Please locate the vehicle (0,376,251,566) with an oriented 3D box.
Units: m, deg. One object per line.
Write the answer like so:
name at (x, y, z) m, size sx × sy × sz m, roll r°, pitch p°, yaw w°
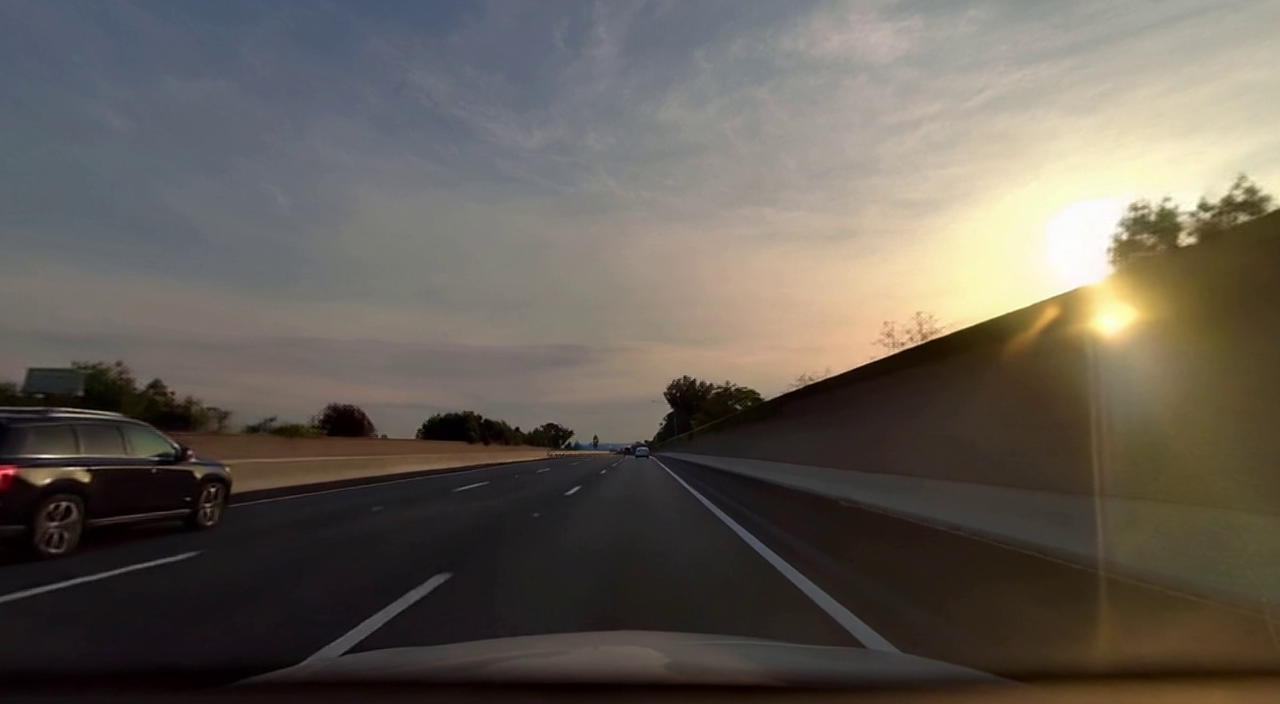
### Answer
vehicle at (-7.697, 1.465, 8.087) m, size 2.163 × 1.947 × 4.959 m, roll 0°, pitch -9°, yaw 0°
